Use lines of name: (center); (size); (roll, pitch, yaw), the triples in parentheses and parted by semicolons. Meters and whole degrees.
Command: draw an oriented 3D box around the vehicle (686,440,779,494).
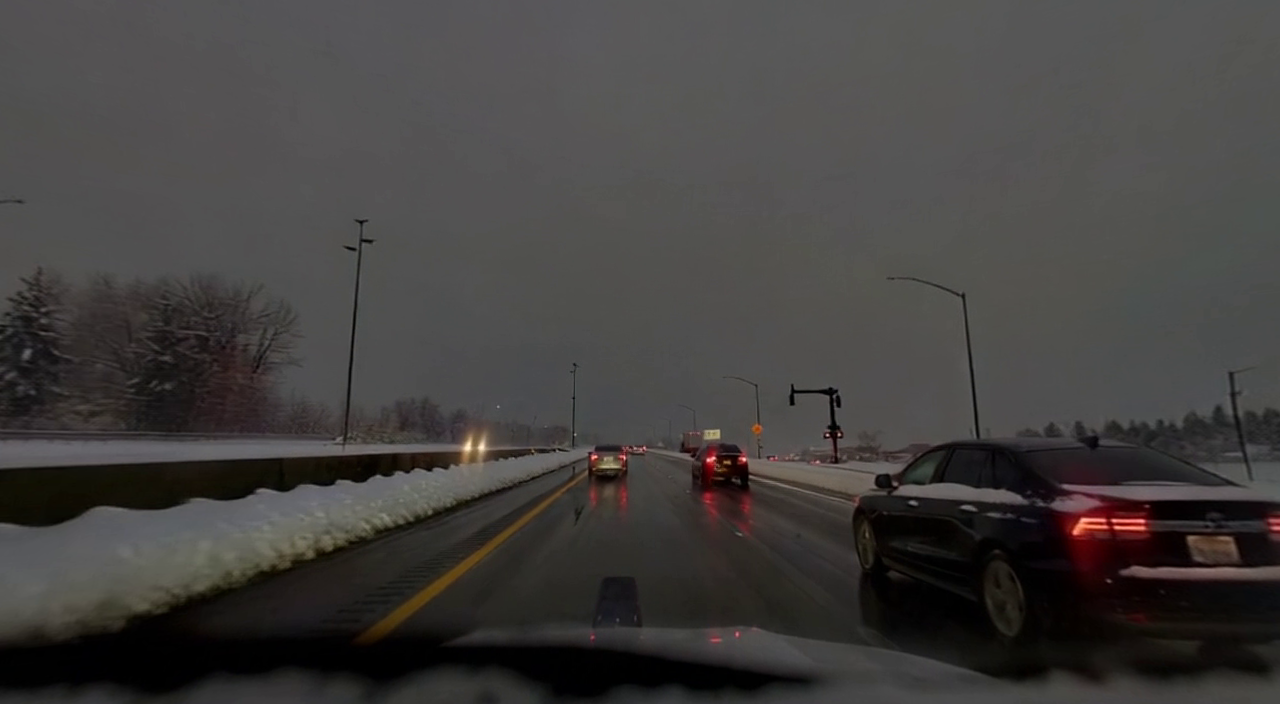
vehicle: (2.696, 3.481, 19.560); (2.042, 1.460, 4.451); (0, -9, -2)

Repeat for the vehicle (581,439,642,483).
vehicle: (-0.997, 4.000, 23.447); (2.069, 1.470, 4.004); (0, -8, -1)

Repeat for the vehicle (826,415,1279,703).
vehicle: (3.121, 1.326, 4.884); (1.996, 1.455, 4.281); (0, -9, -1)
